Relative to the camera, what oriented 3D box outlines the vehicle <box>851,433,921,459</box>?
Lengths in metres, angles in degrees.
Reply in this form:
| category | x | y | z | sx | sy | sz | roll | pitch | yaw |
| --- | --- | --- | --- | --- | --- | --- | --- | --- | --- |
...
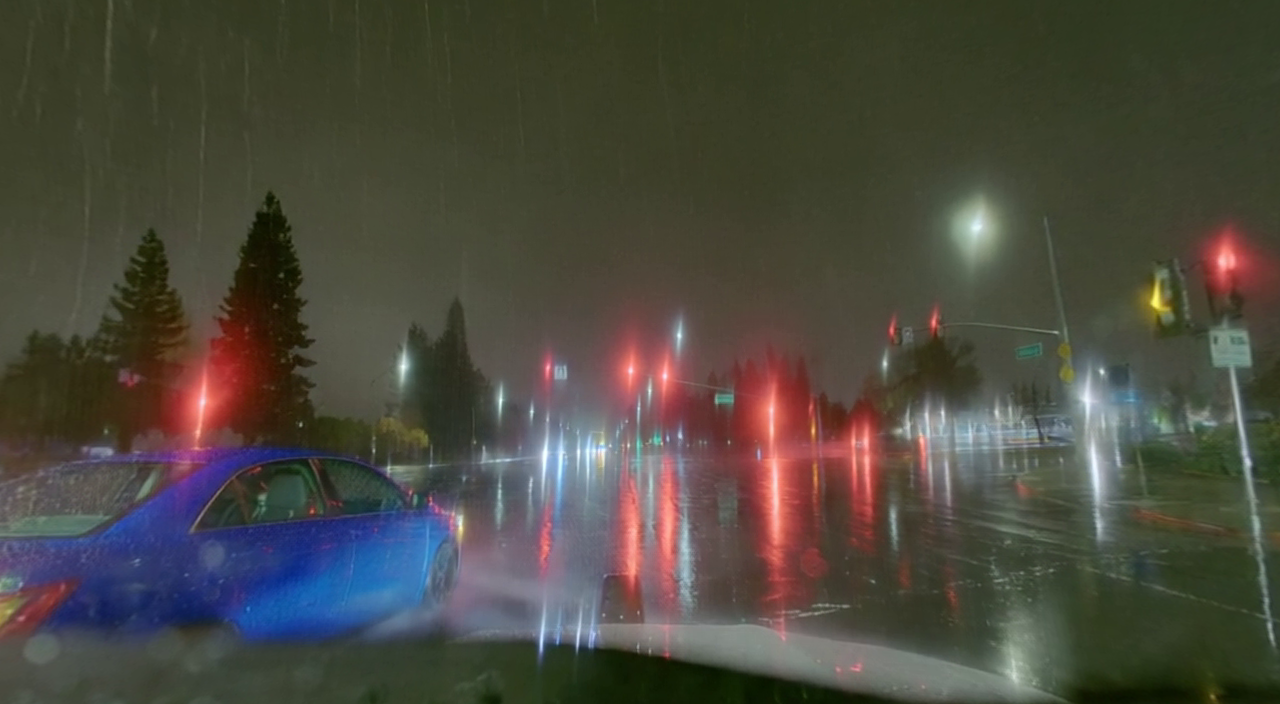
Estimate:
| category | x | y | z | sx | sy | sz | roll | pitch | yaw |
| --- | --- | --- | --- | --- | --- | --- | --- | --- | --- |
| vehicle | 17.631 | 6.745 | 45.232 | 4.600 | 1.783 | 1.970 | 4 | -10 | -26 |
